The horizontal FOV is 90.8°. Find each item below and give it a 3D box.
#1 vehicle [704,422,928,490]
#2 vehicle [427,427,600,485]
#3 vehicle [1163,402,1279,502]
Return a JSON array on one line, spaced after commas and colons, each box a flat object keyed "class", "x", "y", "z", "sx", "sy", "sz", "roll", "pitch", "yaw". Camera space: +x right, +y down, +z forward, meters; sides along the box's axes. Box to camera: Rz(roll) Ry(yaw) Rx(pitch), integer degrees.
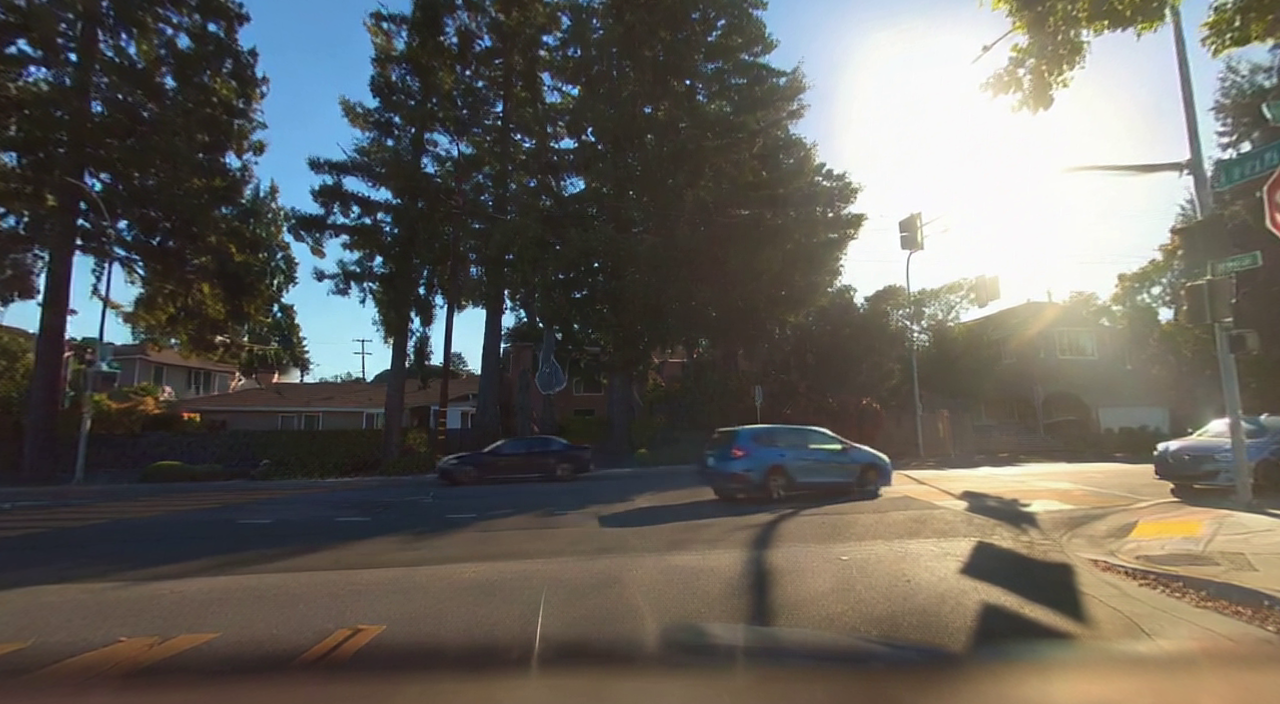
[{"class": "vehicle", "x": 4.243, "y": 2.488, "z": 15.377, "sx": 4.990, "sy": 1.454, "sz": 1.875, "roll": 2, "pitch": -9, "yaw": -17}, {"class": "vehicle", "x": -3.599, "y": 2.922, "z": 17.936, "sx": 4.548, "sy": 1.469, "sz": 1.864, "roll": 3, "pitch": -9, "yaw": -20}, {"class": "vehicle", "x": 12.793, "y": 1.862, "z": 11.941, "sx": 4.208, "sy": 1.685, "sz": 2.014, "roll": 1, "pitch": -8, "yaw": -8}]
